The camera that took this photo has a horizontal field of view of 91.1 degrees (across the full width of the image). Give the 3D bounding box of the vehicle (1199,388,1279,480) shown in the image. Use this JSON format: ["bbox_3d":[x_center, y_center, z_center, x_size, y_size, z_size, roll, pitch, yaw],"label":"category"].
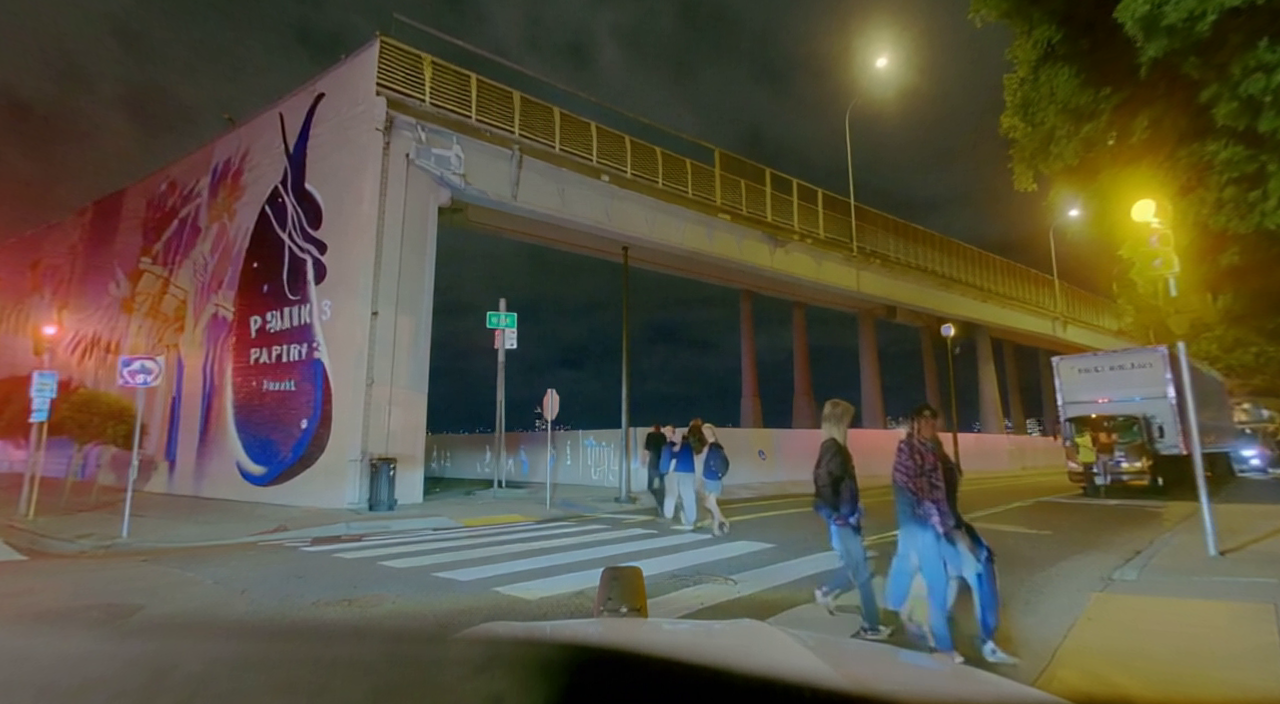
[{"bbox_3d":[32.640,4.418,33.366,12.015,4.103,2.920,8,-12,-43],"label":"vehicle"}]

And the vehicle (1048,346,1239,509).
[{"bbox_3d":[15.761,2.388,19.284,9.347,3.893,2.849,7,-11,-42],"label":"vehicle"}]
